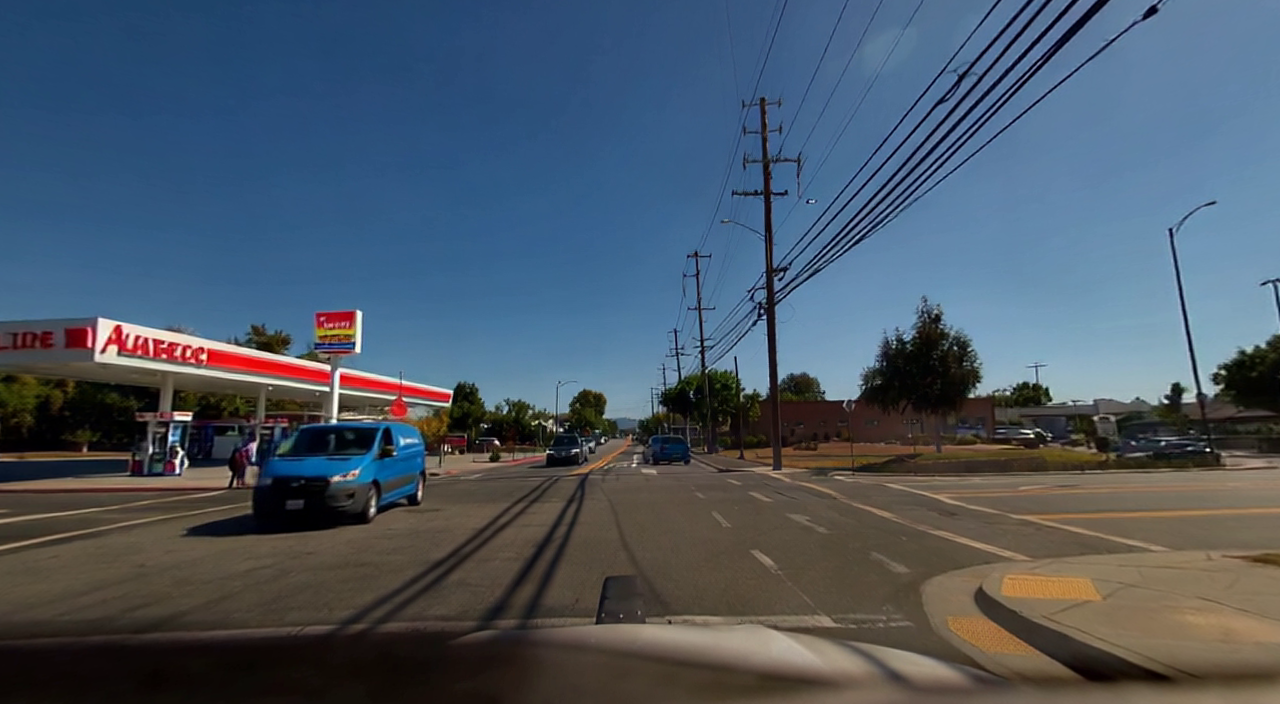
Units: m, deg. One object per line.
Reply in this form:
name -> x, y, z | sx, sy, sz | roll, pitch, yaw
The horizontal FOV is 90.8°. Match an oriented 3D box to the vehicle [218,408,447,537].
vehicle -> -5.387, 2.178, 12.049 | 2.222, 1.931, 4.882 | 1, -9, -5

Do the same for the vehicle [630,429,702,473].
vehicle -> 0.989, 4.160, 26.683 | 2.000, 1.663, 4.271 | 2, -9, -13

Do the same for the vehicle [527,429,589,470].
vehicle -> -3.942, 4.835, 31.324 | 2.274, 1.844, 4.843 | 0, -9, 1

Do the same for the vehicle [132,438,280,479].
vehicle -> -17.094, 4.167, 24.928 | 5.116, 1.487, 1.928 | -3, -9, 17
